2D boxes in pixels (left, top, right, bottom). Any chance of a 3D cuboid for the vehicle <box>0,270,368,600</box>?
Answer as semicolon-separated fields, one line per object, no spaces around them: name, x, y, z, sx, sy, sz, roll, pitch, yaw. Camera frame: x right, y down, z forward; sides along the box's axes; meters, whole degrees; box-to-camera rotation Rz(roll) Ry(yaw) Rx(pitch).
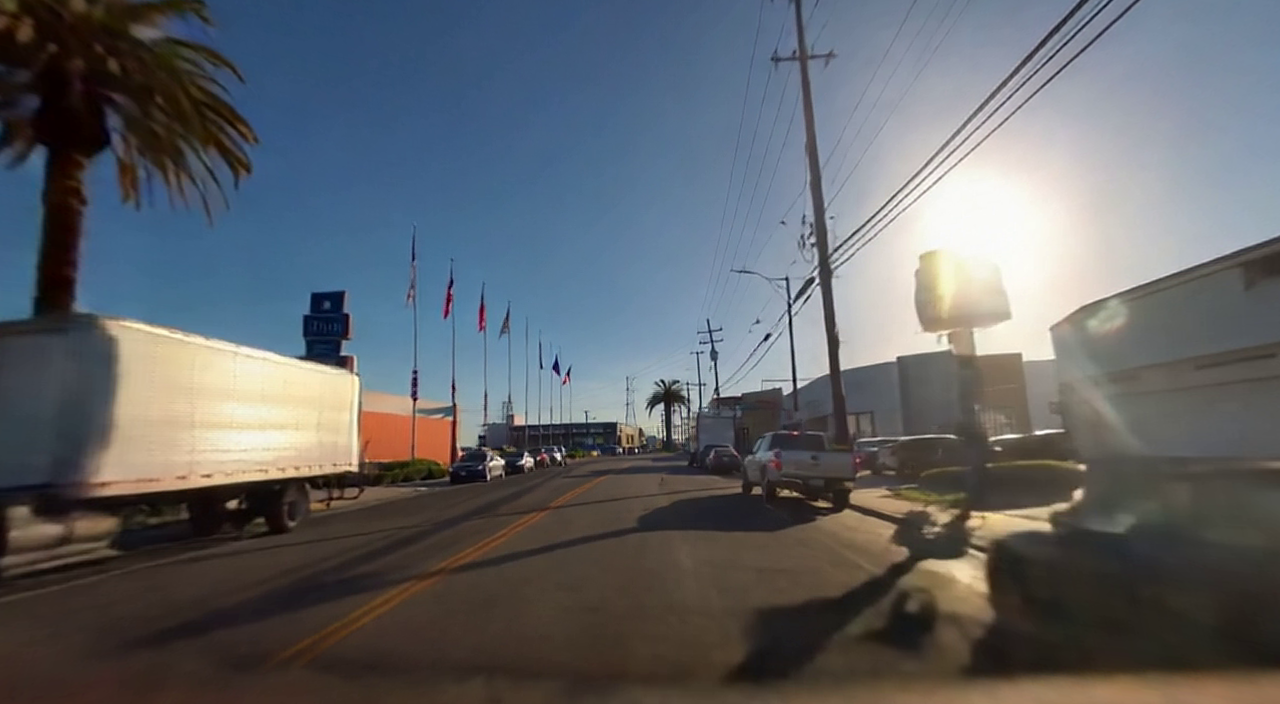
vehicle;-7.849;1.431;10.362;2.941;3.418;7.738;-1;-9;3

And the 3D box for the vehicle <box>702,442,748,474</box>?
vehicle;4.976;6.292;37.658;2.141;1.739;5.130;0;-9;1

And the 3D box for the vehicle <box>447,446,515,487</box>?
vehicle;-7.394;5.324;29.771;1.936;1.632;4.145;-3;-8;3

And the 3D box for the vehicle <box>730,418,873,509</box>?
vehicle;3.972;2.933;16.991;2.400;1.985;6.155;0;-9;2

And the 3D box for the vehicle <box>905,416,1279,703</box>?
vehicle;3.531;1.158;3.465;2.143;1.483;4.601;0;-9;0

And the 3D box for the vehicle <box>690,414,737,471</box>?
vehicle;5.164;6.639;46.018;2.933;3.697;10.065;-1;-9;4
